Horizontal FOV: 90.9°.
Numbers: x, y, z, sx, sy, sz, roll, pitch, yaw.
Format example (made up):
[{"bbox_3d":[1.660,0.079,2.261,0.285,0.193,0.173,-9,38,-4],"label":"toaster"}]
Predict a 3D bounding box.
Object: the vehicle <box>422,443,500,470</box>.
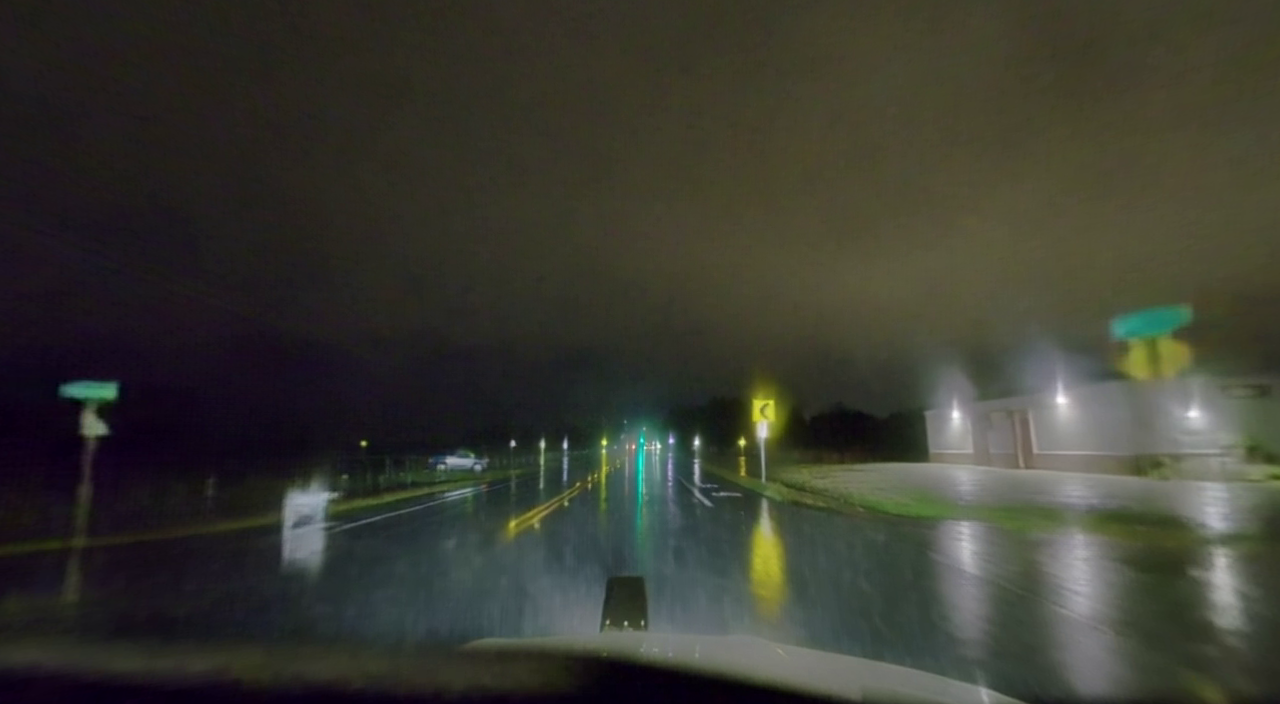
[{"bbox_3d":[-12.442,7.309,44.029,4.813,1.763,2.048,1,-9,0],"label":"vehicle"}]
